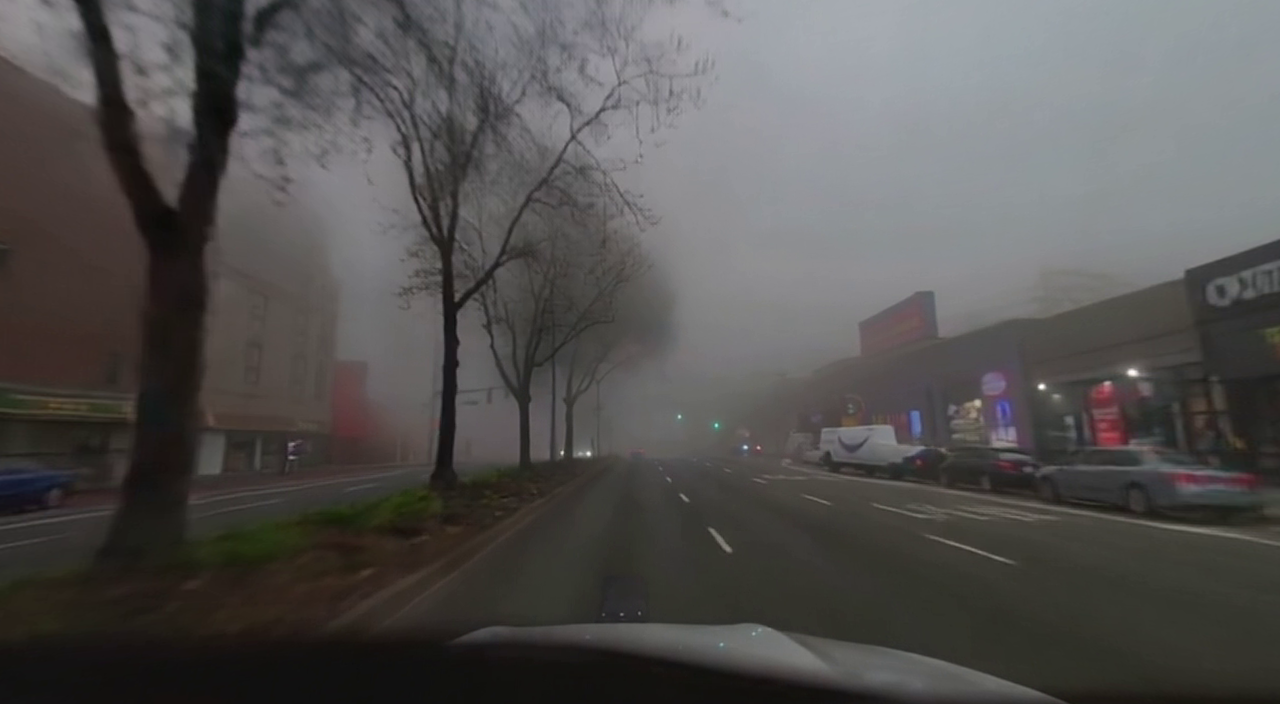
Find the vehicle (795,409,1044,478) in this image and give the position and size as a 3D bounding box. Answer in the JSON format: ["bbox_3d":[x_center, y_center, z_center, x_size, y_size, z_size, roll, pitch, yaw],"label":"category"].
[{"bbox_3d":[9.844,3.573,23.715,6.552,2.004,6.229,-2,-11,2],"label":"vehicle"}]

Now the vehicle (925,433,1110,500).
[{"bbox_3d":[9.755,2.992,16.907,1.876,1.511,4.726,0,-9,-2],"label":"vehicle"}]

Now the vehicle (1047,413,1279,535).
[{"bbox_3d":[9.949,2.158,11.694,1.925,1.808,4.255,0,-9,0],"label":"vehicle"}]
